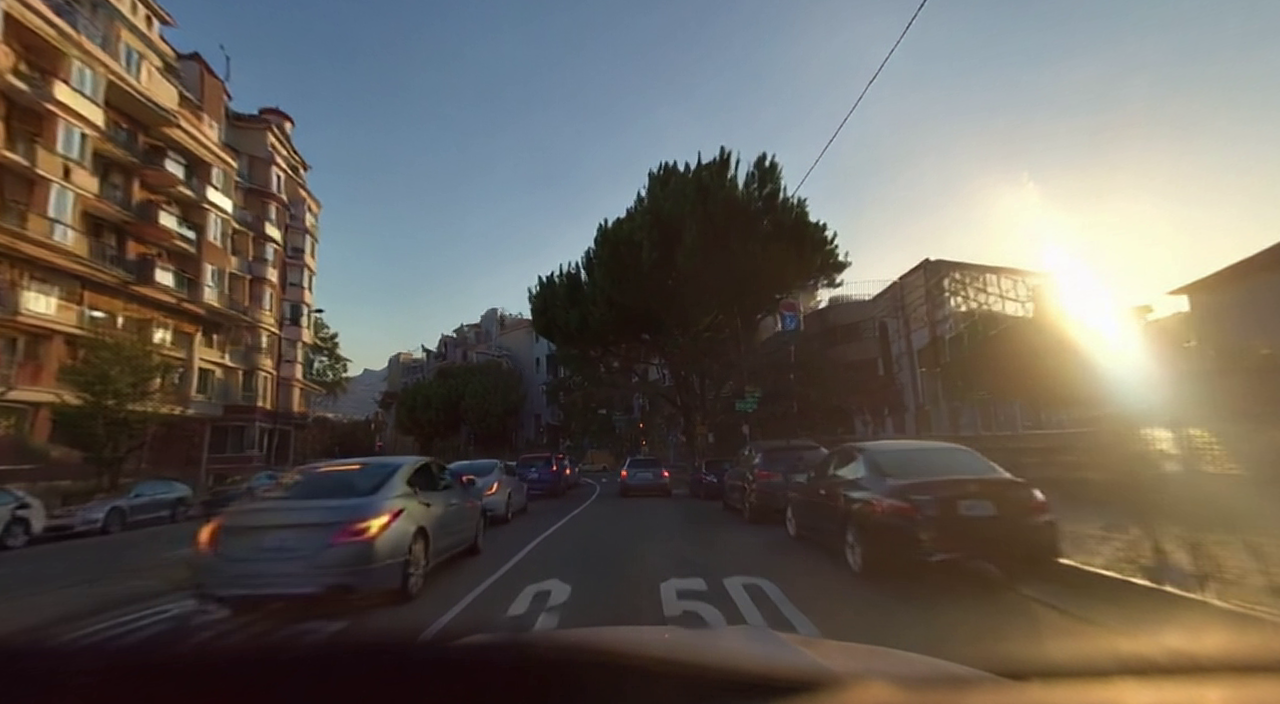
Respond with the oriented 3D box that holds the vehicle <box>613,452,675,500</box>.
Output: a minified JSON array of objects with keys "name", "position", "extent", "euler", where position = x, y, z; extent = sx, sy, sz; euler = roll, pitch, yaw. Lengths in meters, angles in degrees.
[{"name":"vehicle","position":[0.089,4.370,22.597],"extent":[2.026,1.496,3.701],"euler":[0,-8,-2]}]

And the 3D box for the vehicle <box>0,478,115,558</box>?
[{"name":"vehicle","position":[-13.880,3.514,13.283],"extent":[1.752,1.479,4.575],"euler":[0,-8,0]}]

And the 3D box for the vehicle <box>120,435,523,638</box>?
[{"name":"vehicle","position":[-2.778,1.703,6.985],"extent":[2.109,1.477,4.509],"euler":[0,-8,0]}]

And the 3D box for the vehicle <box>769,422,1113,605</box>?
[{"name":"vehicle","position":[2.946,1.670,7.481],"extent":[1.933,1.501,4.349],"euler":[0,-8,0]}]
